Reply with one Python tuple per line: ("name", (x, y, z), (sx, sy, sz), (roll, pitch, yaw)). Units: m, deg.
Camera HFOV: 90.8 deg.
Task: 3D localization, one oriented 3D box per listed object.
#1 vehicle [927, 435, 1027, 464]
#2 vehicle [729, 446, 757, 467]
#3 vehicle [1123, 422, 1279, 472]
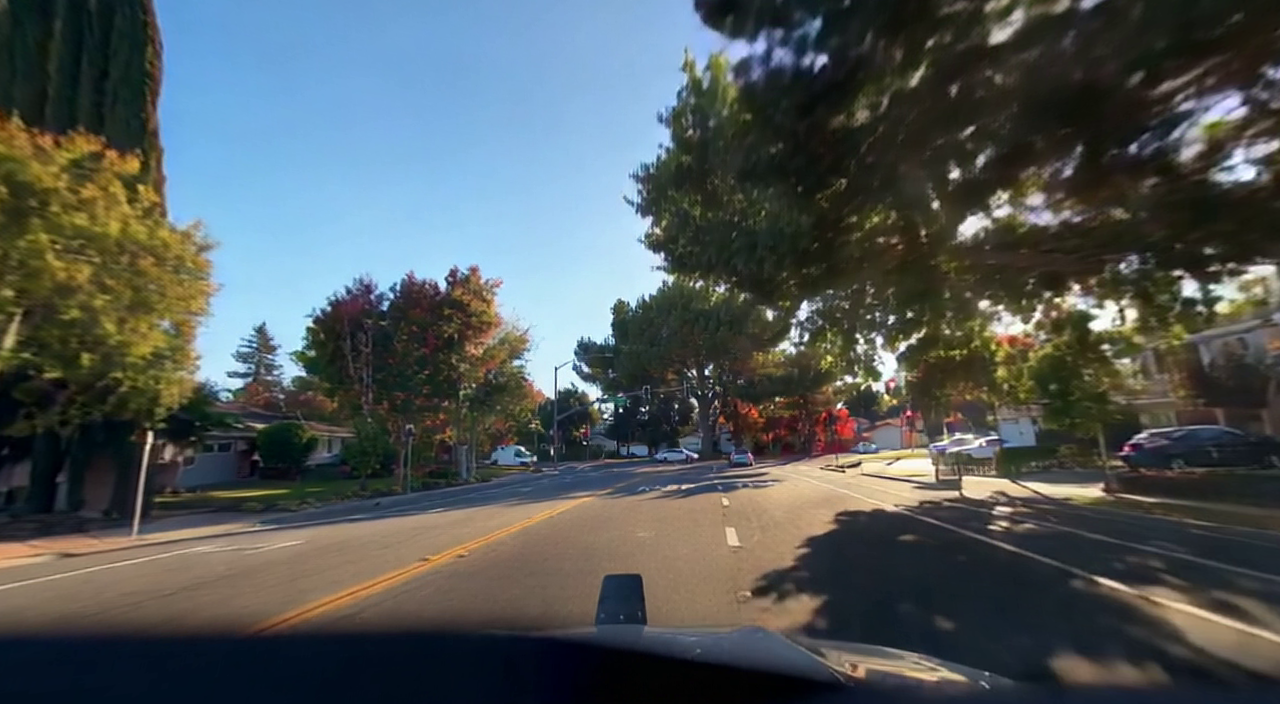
("vehicle", (19.781, 5.746, 37.241), (4.702, 1.595, 1.986), (-1, -9, 5))
("vehicle", (8.030, 8.183, 49.569), (1.947, 1.485, 4.336), (-1, -9, 6))
("vehicle", (18.342, 3.031, 20.144), (4.210, 1.474, 1.799), (-2, -9, 9))
